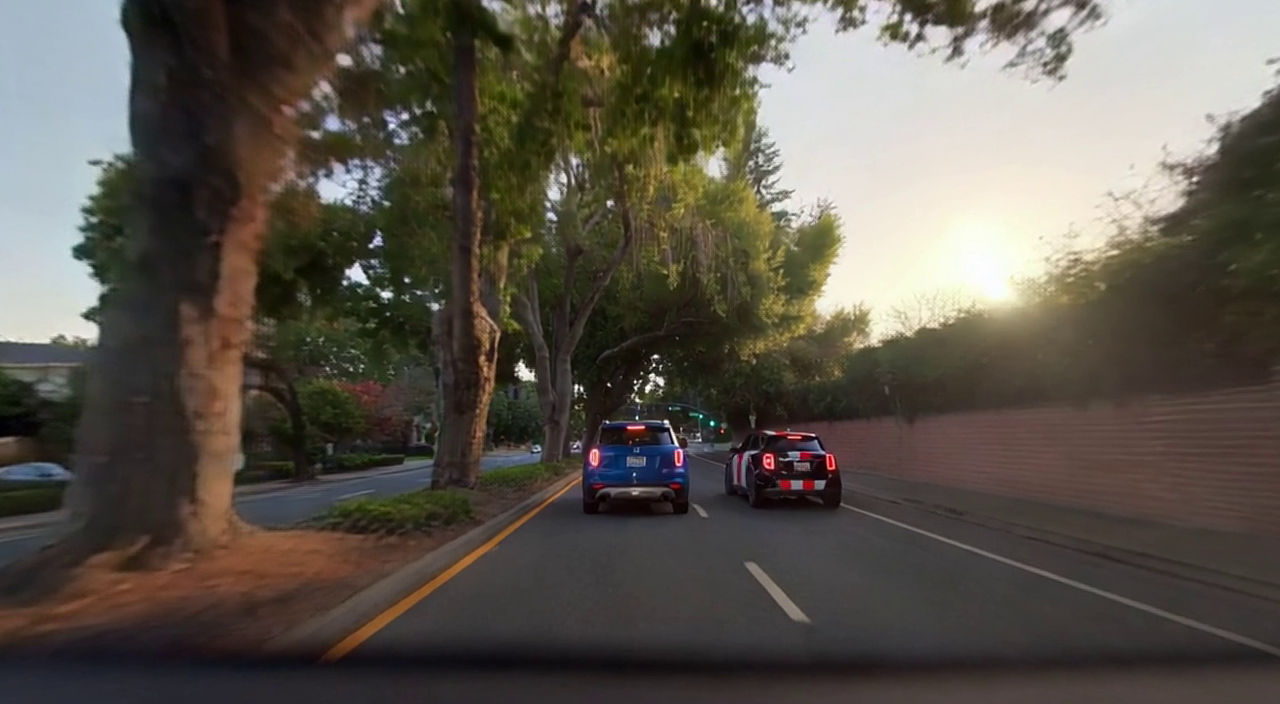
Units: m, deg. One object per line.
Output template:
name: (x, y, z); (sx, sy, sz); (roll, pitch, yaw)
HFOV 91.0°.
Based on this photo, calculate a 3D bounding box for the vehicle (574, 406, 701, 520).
vehicle: (-0.086, 1.990, 11.554); (1.984, 1.777, 3.148); (1, -8, -2)

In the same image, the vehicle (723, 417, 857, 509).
vehicle: (3.114, 2.405, 14.034); (1.840, 1.709, 4.202); (1, -8, -2)
